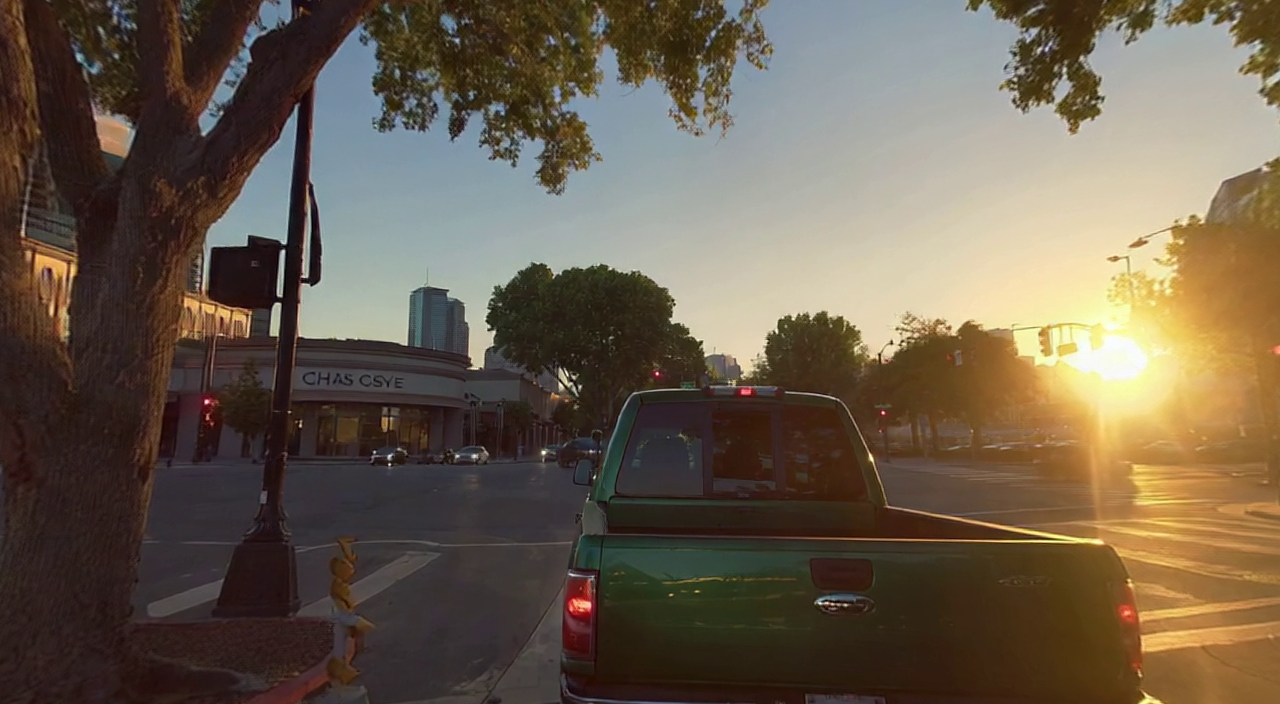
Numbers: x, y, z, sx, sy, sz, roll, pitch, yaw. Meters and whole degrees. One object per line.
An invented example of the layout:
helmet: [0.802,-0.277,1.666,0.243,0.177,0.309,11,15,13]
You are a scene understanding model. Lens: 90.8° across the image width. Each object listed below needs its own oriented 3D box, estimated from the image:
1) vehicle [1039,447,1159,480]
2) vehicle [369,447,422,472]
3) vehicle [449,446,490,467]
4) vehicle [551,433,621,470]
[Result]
vehicle: [21.578,5.201,29.721,4.658,1.478,1.946,2,-9,-15]
vehicle: [-16.257,7.133,42.232,1.883,1.586,4.297,0,-9,-1]
vehicle: [-12.634,7.762,47.088,1.946,1.474,4.008,0,-9,0]
vehicle: [-3.222,5.697,36.429,2.289,1.927,5.667,4,-9,-24]
